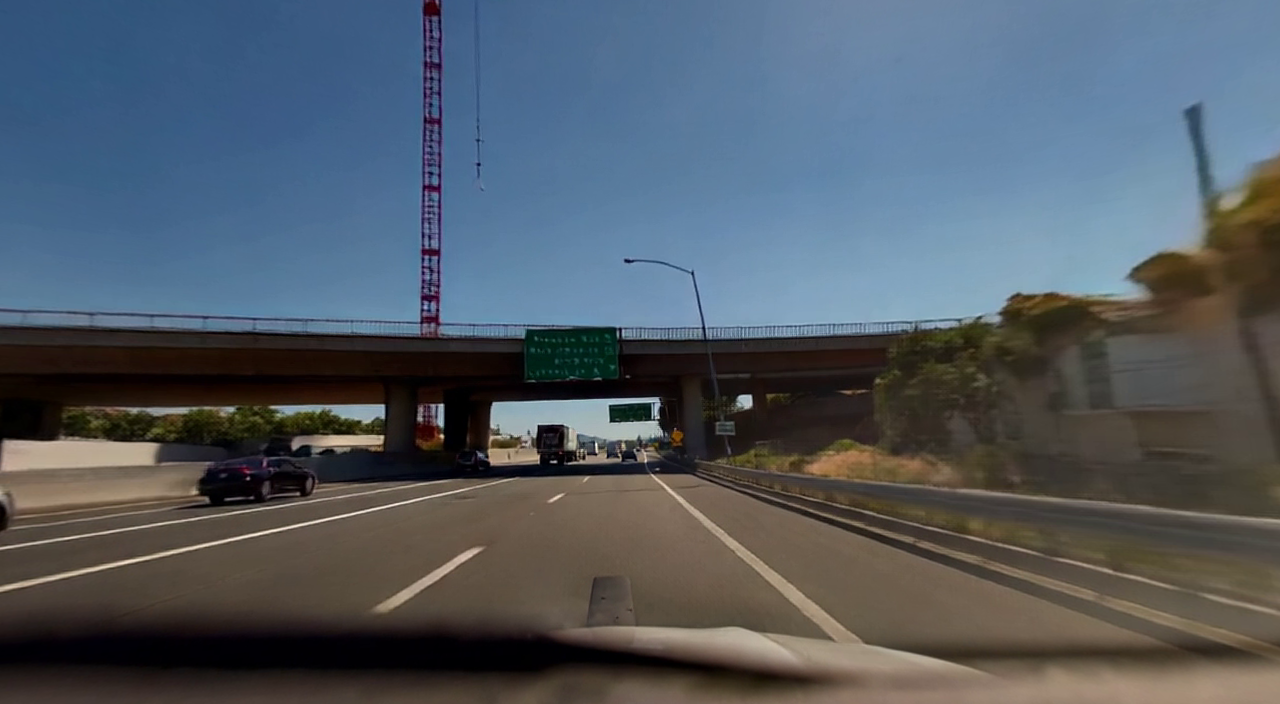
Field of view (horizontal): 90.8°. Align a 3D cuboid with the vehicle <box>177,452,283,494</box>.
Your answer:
[{"bbox_3d":[-19.206,5.649,29.882,1.932,1.752,4.541,0,-9,0],"label":"vehicle"}]
